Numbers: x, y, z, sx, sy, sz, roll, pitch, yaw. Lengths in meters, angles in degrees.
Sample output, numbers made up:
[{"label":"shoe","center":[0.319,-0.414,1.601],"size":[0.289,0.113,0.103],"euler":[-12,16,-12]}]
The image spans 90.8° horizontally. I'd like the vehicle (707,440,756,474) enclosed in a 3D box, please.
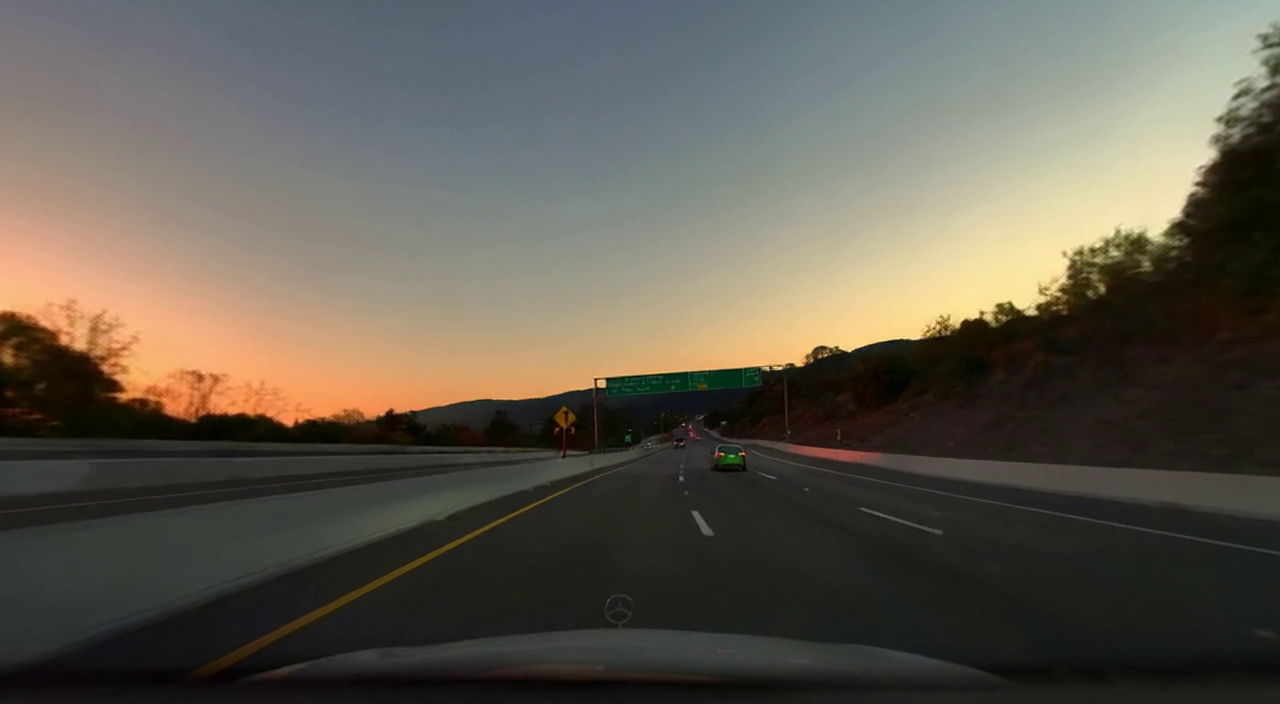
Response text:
[{"label":"vehicle","center":[4.296,4.988,30.238],"size":[1.874,1.506,4.116],"euler":[-1,-8,2]}]
